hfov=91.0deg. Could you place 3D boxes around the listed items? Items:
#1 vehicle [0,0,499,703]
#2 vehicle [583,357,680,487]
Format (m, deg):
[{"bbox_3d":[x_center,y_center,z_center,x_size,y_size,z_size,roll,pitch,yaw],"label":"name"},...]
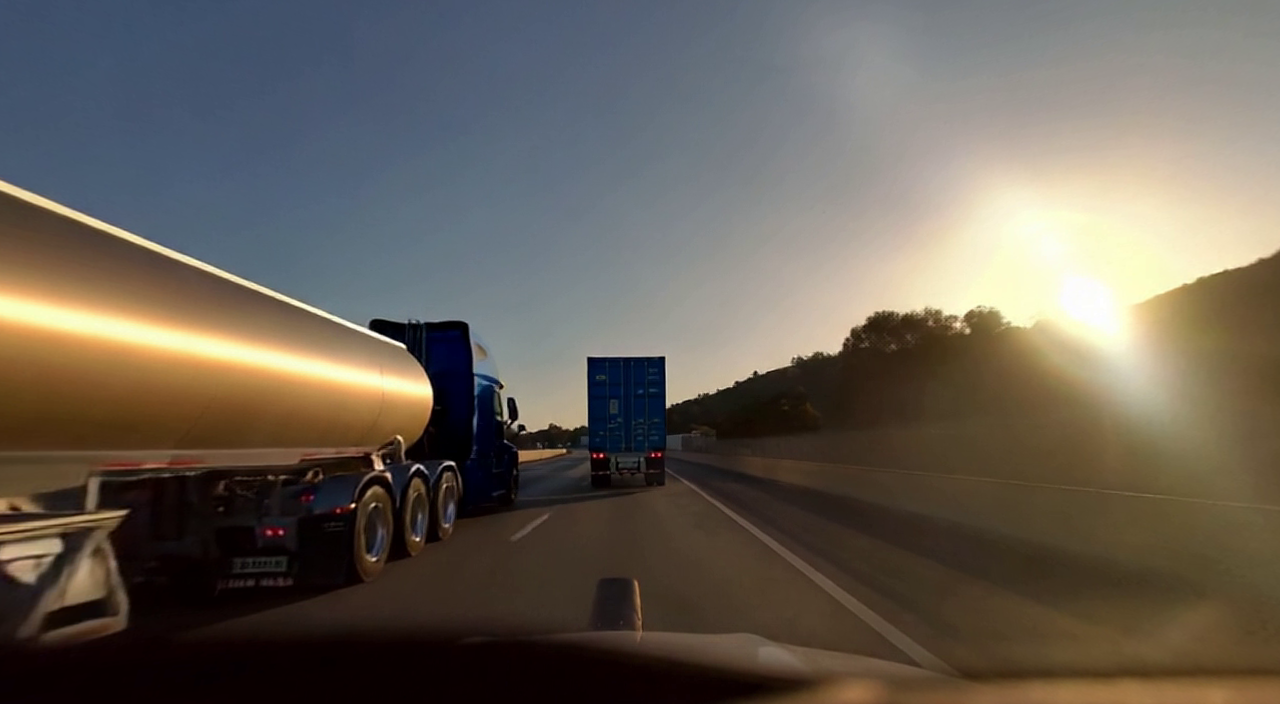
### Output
[{"bbox_3d":[-4.250,-0.200,2.494,3.267,3.655,17.154,0,-9,1],"label":"vehicle"},{"bbox_3d":[-0.228,2.974,25.005,2.942,4.003,11.297,0,-9,0],"label":"vehicle"}]
